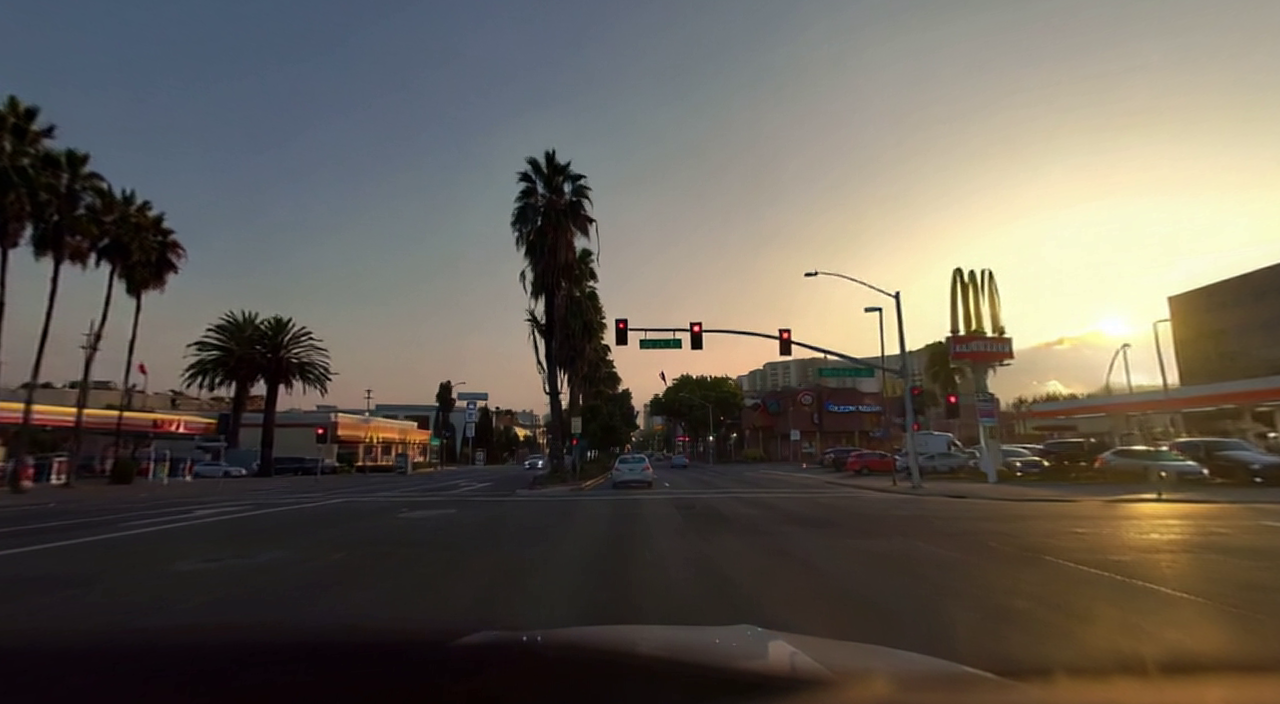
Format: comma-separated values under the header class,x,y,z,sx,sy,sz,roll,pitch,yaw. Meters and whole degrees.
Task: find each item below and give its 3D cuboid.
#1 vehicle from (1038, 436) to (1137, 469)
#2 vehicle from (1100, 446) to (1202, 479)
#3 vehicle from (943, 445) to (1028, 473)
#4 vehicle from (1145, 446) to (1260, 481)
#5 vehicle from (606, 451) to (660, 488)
class,x,y,z,sx,sy,sz,roll,pitch,yaw
vehicle,24.344,5.518,34.514,3.783,1.560,1.853,-4,-11,9
vehicle,24.132,5.218,30.002,1.738,1.462,3.609,0,-9,0
vehicle,19.400,6.015,35.659,3.833,1.495,1.892,-3,-9,17
vehicle,26.207,5.182,29.630,1.923,1.501,3.849,0,-9,2
vehicle,-0.348,5.277,28.714,2.270,1.475,4.571,0,-9,-1
